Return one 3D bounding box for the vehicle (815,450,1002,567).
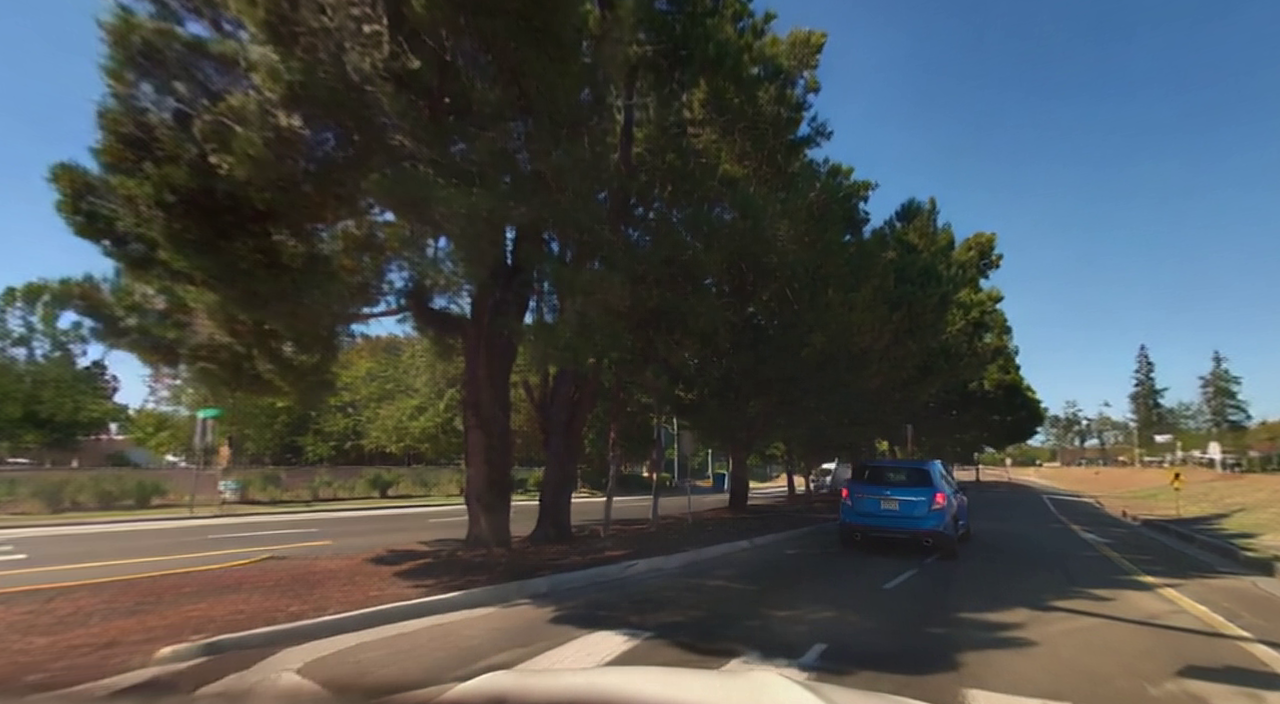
[{"bbox_3d":[4.750,2.463,10.803,2.148,1.521,4.089,-6,-10,33],"label":"vehicle"}]
